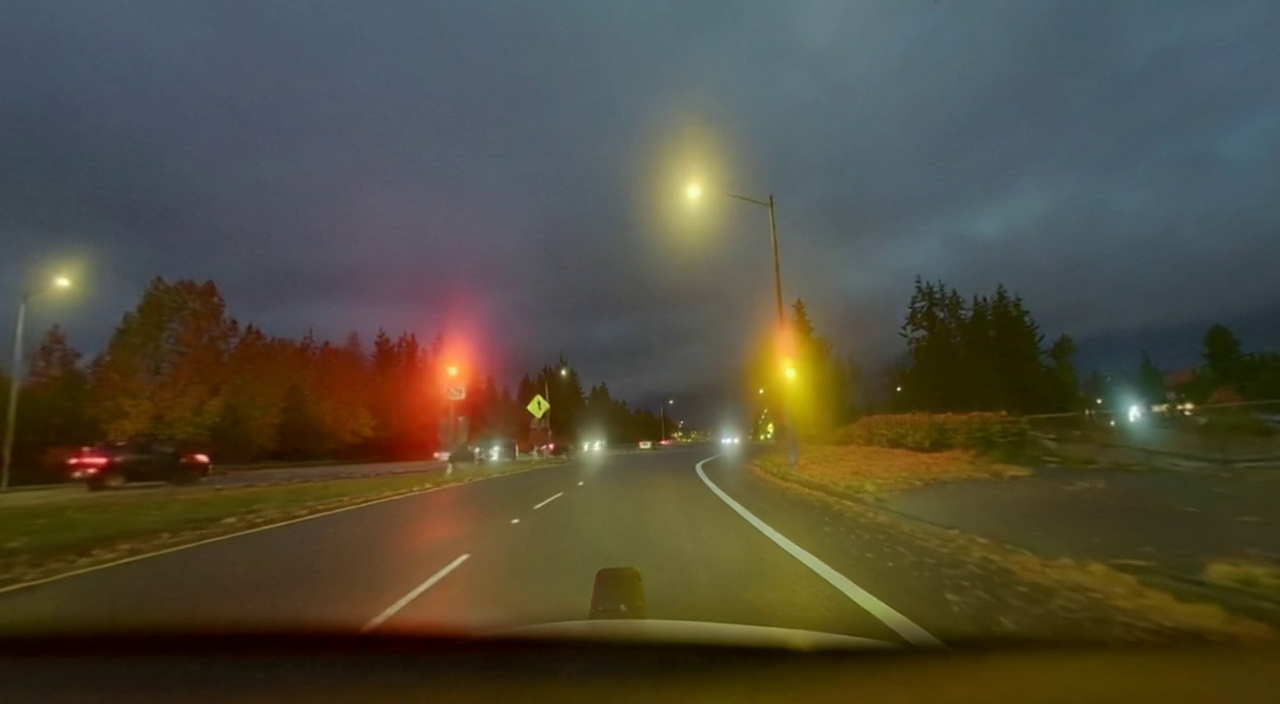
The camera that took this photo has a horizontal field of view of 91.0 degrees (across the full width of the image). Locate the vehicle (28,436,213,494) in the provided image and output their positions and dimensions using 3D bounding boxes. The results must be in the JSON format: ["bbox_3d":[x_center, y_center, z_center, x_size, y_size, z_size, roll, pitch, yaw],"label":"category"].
[{"bbox_3d":[-20.348,4.400,25.043,2.368,2.012,5.021,-3,-9,19],"label":"vehicle"}]
